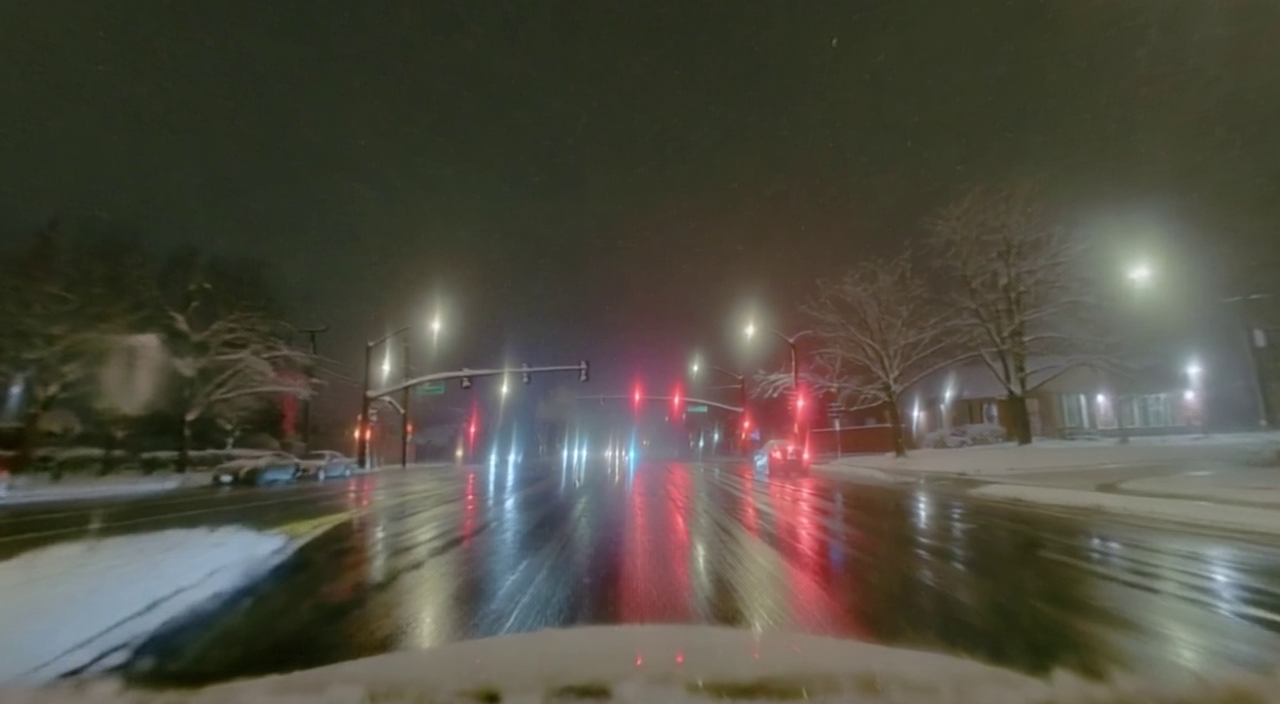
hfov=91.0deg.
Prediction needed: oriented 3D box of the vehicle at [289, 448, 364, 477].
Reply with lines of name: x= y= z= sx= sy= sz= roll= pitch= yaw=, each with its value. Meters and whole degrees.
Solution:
vehicle: x=-18.206 y=6.404 z=36.882 sx=1.901 sy=1.513 sz=4.795 roll=0 pitch=-8 yaw=1

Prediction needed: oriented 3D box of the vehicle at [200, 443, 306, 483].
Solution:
vehicle: x=-18.320 y=5.262 z=30.107 sx=2.097 sy=1.733 sz=4.527 roll=0 pitch=-8 yaw=2

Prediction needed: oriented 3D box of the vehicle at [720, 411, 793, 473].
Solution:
vehicle: x=6.640 y=5.305 z=37.073 sx=2.802 sy=3.208 sz=7.459 roll=1 pitch=-8 yaw=0
